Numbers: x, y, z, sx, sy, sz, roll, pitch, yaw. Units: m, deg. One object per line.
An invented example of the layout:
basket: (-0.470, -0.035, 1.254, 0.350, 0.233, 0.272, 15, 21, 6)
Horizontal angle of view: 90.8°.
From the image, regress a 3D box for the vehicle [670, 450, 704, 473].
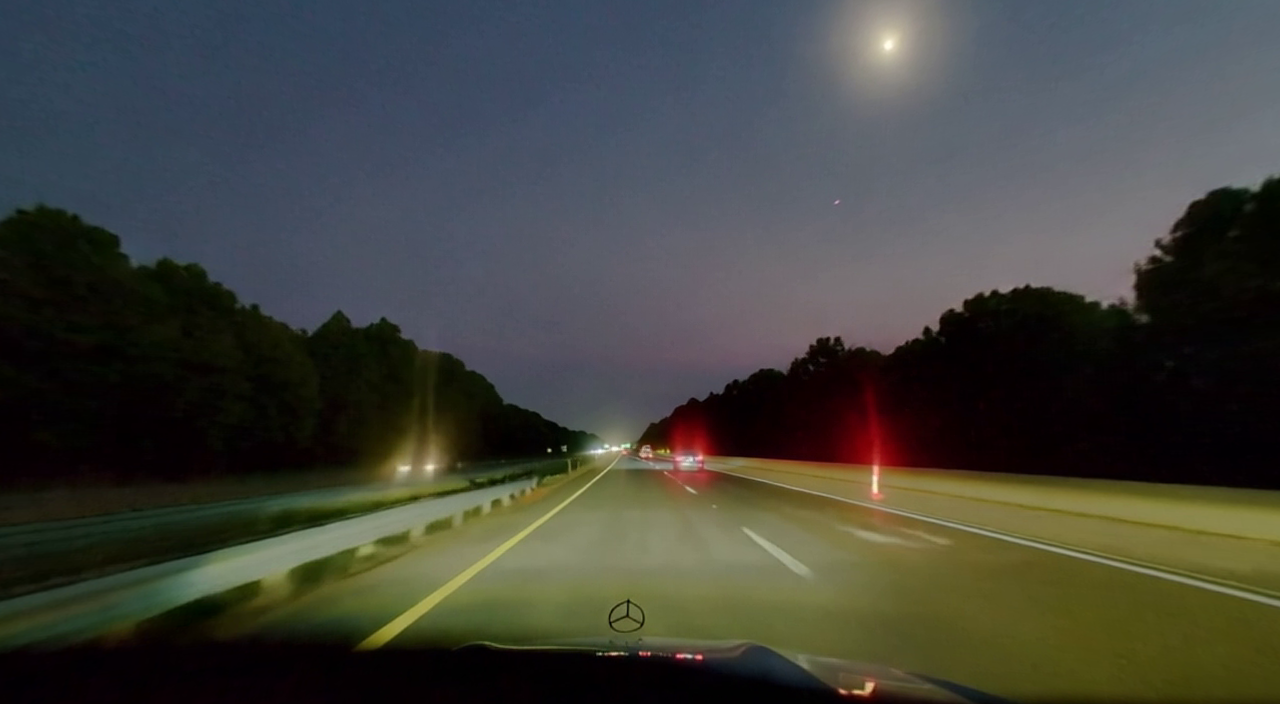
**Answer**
vehicle: (3.145, 7.364, 42.651, 1.870, 1.486, 3.858, 0, -9, -2)
